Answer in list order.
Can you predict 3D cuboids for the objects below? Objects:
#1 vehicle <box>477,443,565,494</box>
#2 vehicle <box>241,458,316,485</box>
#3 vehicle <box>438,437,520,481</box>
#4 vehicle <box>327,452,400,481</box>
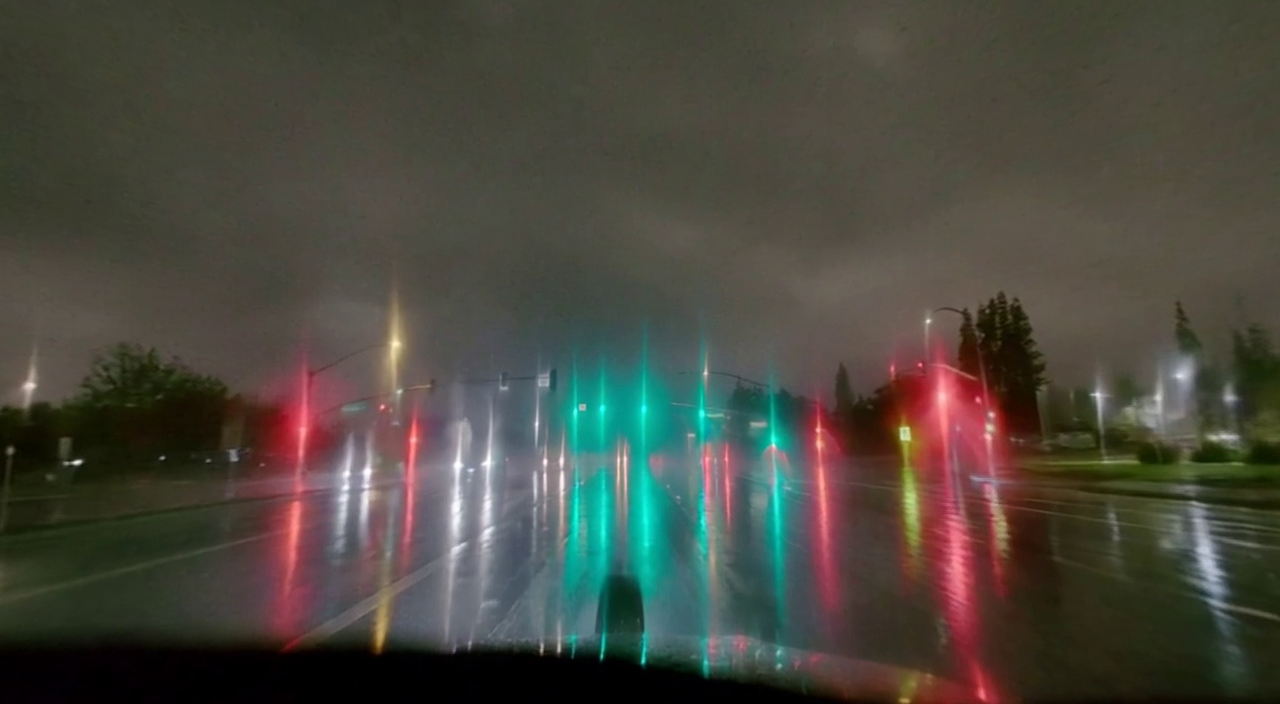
[{"bbox_3d":[-3.726,3.732,20.658,2.018,1.463,4.603,0,-9,0],"label":"vehicle"},{"bbox_3d":[-22.512,7.408,39.538,1.863,1.477,4.730,0,-9,1],"label":"vehicle"},{"bbox_3d":[-7.197,4.850,28.948,2.185,1.810,5.589,0,-8,1],"label":"vehicle"},{"bbox_3d":[-15.840,6.558,36.481,1.971,1.548,4.907,0,-9,1],"label":"vehicle"}]
